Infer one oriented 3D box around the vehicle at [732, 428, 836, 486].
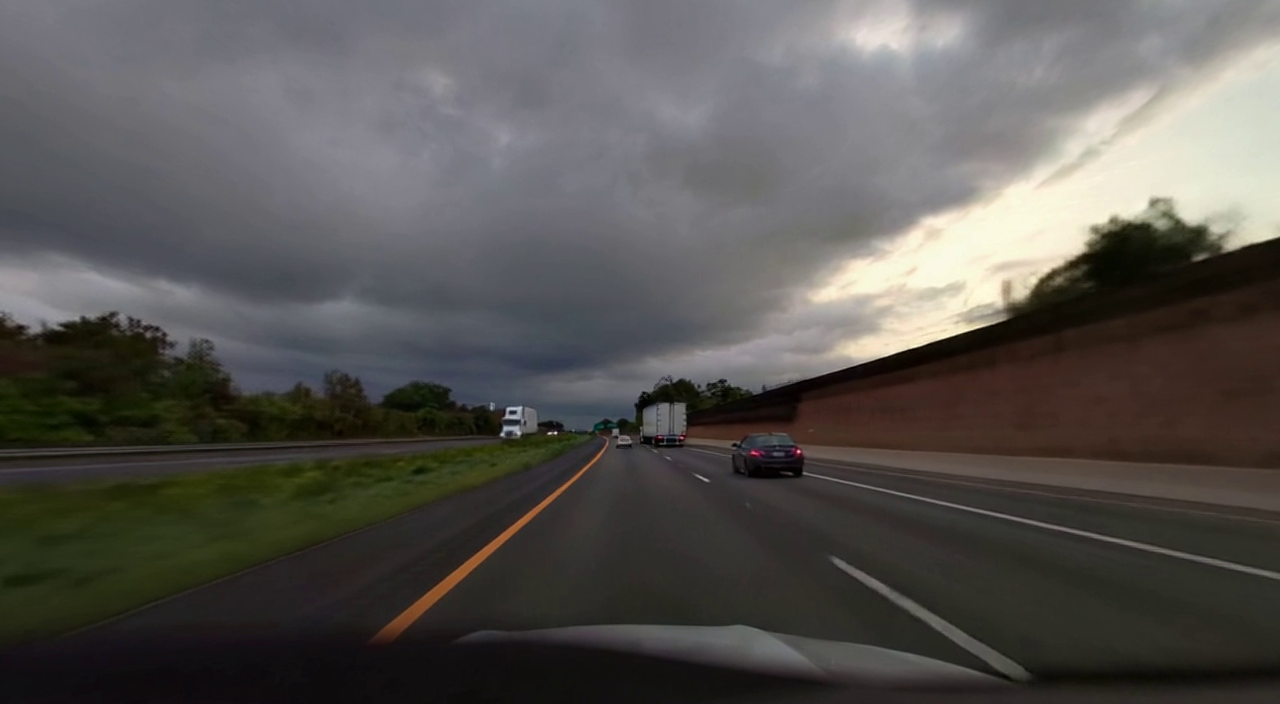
[{"bbox_3d":[3.949,2.923,18.020,1.813,1.454,4.197,0,-7,-2],"label":"vehicle"}]
